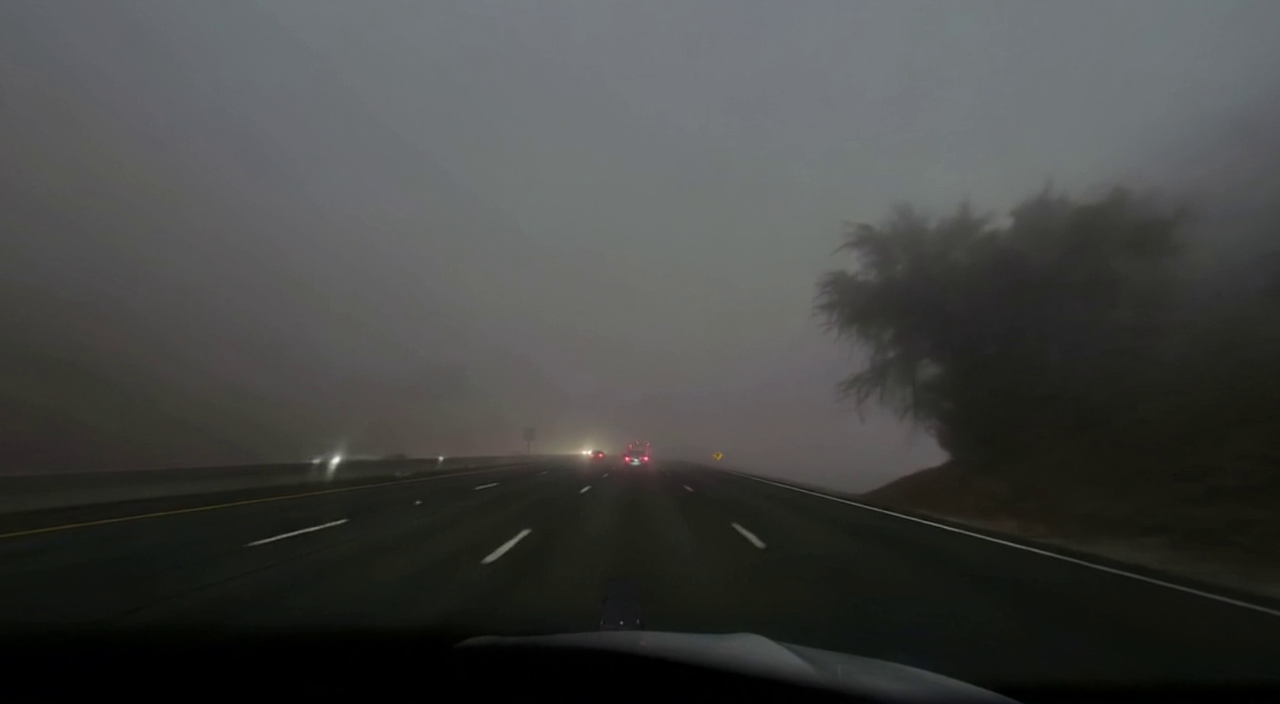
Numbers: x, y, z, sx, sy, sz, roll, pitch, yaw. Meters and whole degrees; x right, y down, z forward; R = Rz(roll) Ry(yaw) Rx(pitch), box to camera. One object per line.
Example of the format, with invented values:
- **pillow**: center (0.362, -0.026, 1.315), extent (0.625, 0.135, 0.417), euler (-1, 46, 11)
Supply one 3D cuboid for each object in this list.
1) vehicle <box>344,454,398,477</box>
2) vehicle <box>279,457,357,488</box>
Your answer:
- **vehicle**: center (-18.550, 7.808, 43.735), extent (1.839, 1.467, 4.317), euler (0, -9, 0)
- **vehicle**: center (-15.757, 5.899, 31.107), extent (1.845, 1.354, 3.604), euler (-1, -9, 2)
